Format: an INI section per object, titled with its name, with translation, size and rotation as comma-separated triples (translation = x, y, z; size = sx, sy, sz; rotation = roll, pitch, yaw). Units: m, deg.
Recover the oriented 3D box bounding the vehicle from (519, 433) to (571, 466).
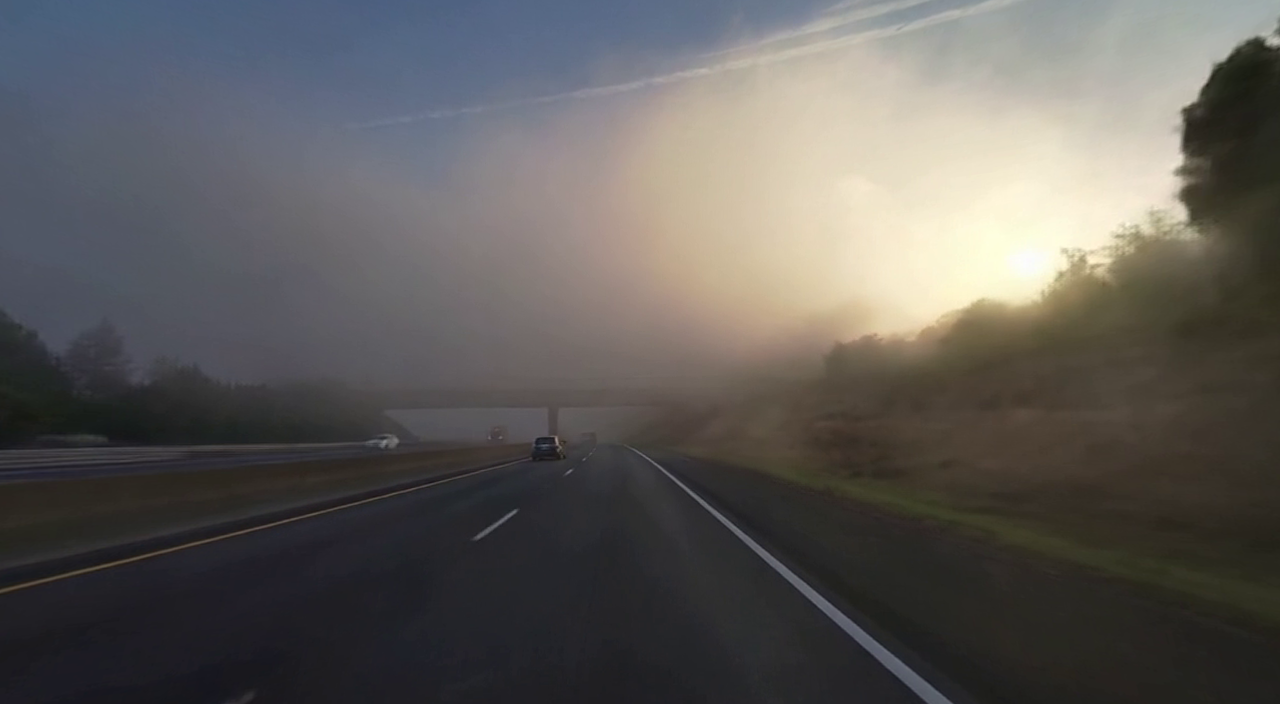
[vehicle]
translation = -4.698, 4.842, 31.580
size = 2.005, 1.509, 4.260
rotation = 0, -8, -1
